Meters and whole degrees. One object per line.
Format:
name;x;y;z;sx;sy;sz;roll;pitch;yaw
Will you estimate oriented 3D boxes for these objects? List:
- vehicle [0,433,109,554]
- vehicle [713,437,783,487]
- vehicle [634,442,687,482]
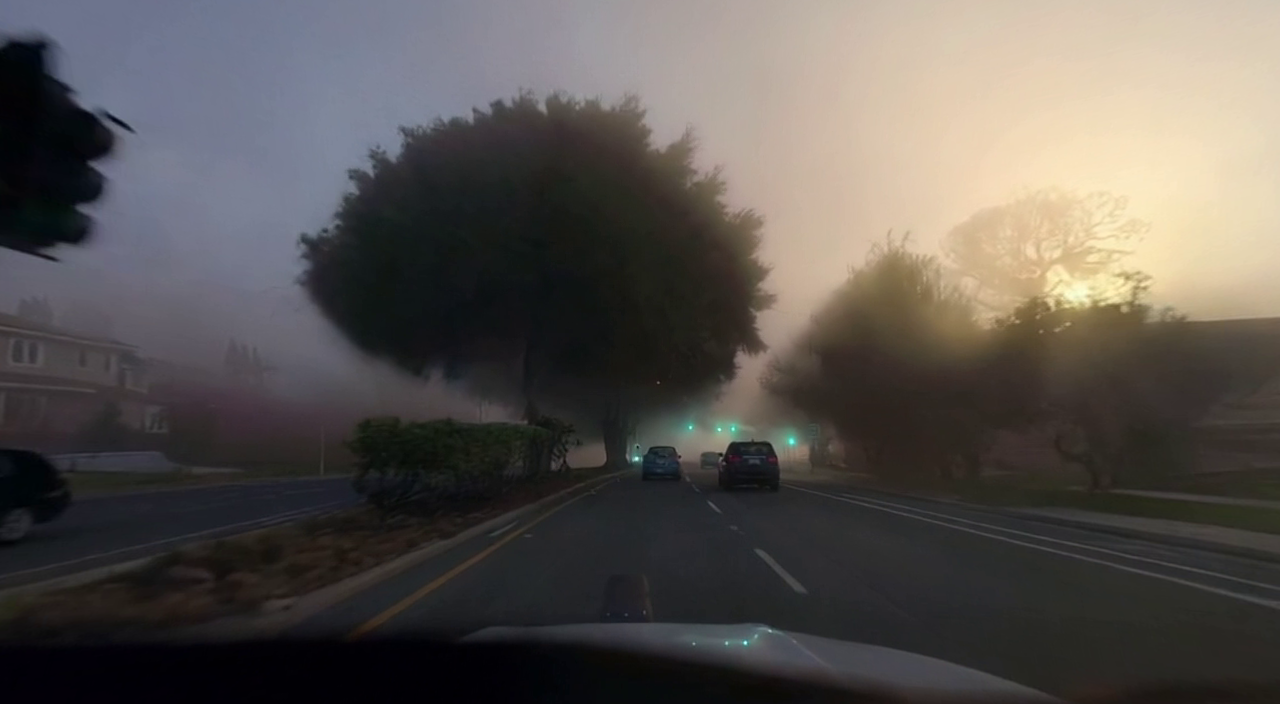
vehicle;-9.123;1.675;7.144;1.991;1.503;4.688;-1;-8;3
vehicle;4.201;4.329;25.183;2.166;1.799;4.372;-1;-8;2
vehicle;1.078;5.333;30.865;2.185;1.822;4.391;-1;-8;7
